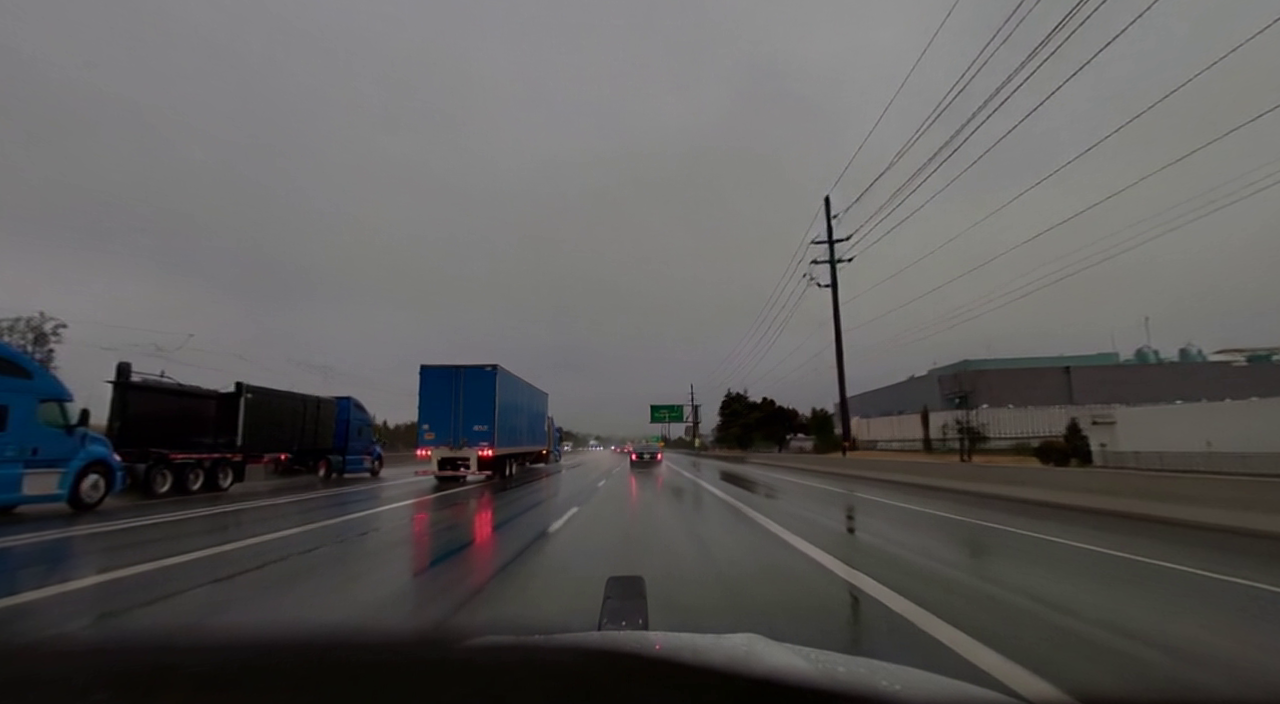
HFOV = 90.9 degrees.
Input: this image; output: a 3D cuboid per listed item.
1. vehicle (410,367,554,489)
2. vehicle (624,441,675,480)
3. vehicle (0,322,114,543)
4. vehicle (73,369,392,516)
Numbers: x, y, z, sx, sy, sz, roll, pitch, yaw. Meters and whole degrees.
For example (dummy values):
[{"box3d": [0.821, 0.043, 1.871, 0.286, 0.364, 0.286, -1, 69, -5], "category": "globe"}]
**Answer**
[{"box3d": [-6.311, 3.660, 28.838, 2.907, 4.081, 15.311, 0, -9, -1], "category": "vehicle"}, {"box3d": [0.352, 4.662, 27.386, 2.055, 1.514, 4.323, 0, -8, -1], "category": "vehicle"}, {"box3d": [-10.639, 0.898, 7.357, 2.722, 3.172, 7.167, 0, -9, 0], "category": "vehicle"}, {"box3d": [-10.569, 2.632, 18.287, 2.896, 3.140, 9.491, 0, -9, 0], "category": "vehicle"}]
